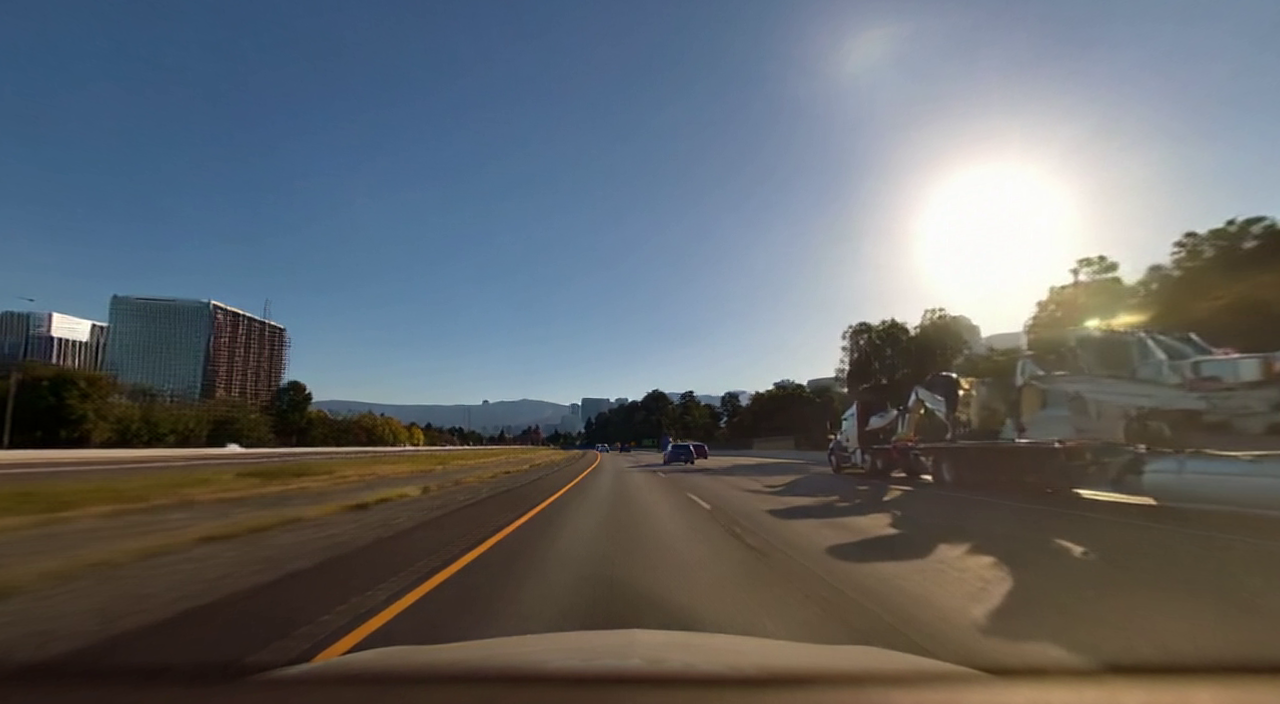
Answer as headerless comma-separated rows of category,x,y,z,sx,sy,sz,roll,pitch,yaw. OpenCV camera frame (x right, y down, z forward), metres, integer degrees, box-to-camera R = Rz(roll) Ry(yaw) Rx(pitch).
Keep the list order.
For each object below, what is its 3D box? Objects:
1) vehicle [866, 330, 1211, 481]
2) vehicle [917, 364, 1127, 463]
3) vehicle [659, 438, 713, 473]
vehicle,14.041,2.590,25.459,3.968,4.321,14.566,1,-9,-2
vehicle,13.856,2.459,23.794,3.476,3.195,6.407,1,-8,-4
vehicle,2.367,5.488,33.755,2.305,1.729,4.526,0,-8,-3
